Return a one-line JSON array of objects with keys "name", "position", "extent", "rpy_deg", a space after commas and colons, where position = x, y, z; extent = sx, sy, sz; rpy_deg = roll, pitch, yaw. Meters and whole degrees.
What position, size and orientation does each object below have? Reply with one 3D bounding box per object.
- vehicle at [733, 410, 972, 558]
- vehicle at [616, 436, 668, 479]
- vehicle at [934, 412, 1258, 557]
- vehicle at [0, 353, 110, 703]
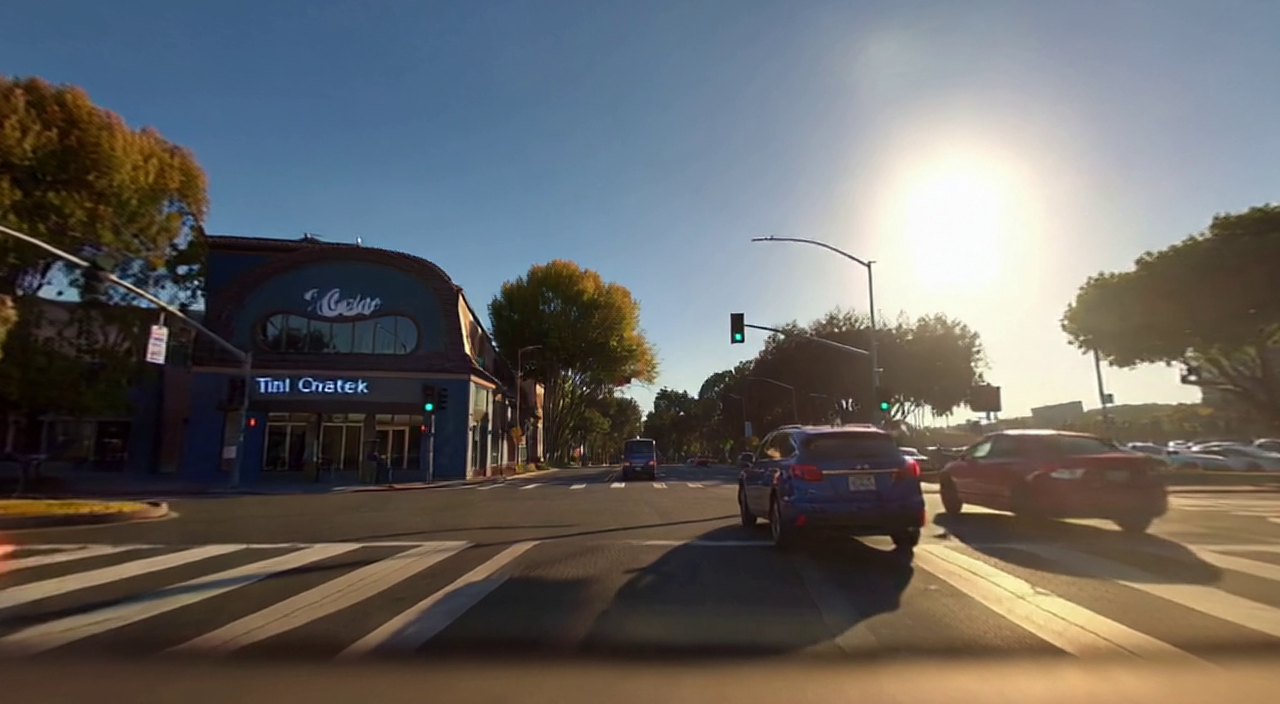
[{"name": "vehicle", "position": [2.877, 1.914, 9.914], "extent": [2.048, 1.725, 4.754], "rpy_deg": [0, -8, 0]}, {"name": "vehicle", "position": [-0.001, 5.262, 31.779], "extent": [2.390, 1.948, 5.344], "rpy_deg": [0, -8, -2]}, {"name": "vehicle", "position": [6.342, 1.862, 9.529], "extent": [1.792, 1.682, 4.089], "rpy_deg": [0, -8, 0]}, {"name": "vehicle", "position": [-3.602, 0.613, 0.937], "extent": [1.961, 1.658, 4.064], "rpy_deg": [-1, -8, 2]}]
